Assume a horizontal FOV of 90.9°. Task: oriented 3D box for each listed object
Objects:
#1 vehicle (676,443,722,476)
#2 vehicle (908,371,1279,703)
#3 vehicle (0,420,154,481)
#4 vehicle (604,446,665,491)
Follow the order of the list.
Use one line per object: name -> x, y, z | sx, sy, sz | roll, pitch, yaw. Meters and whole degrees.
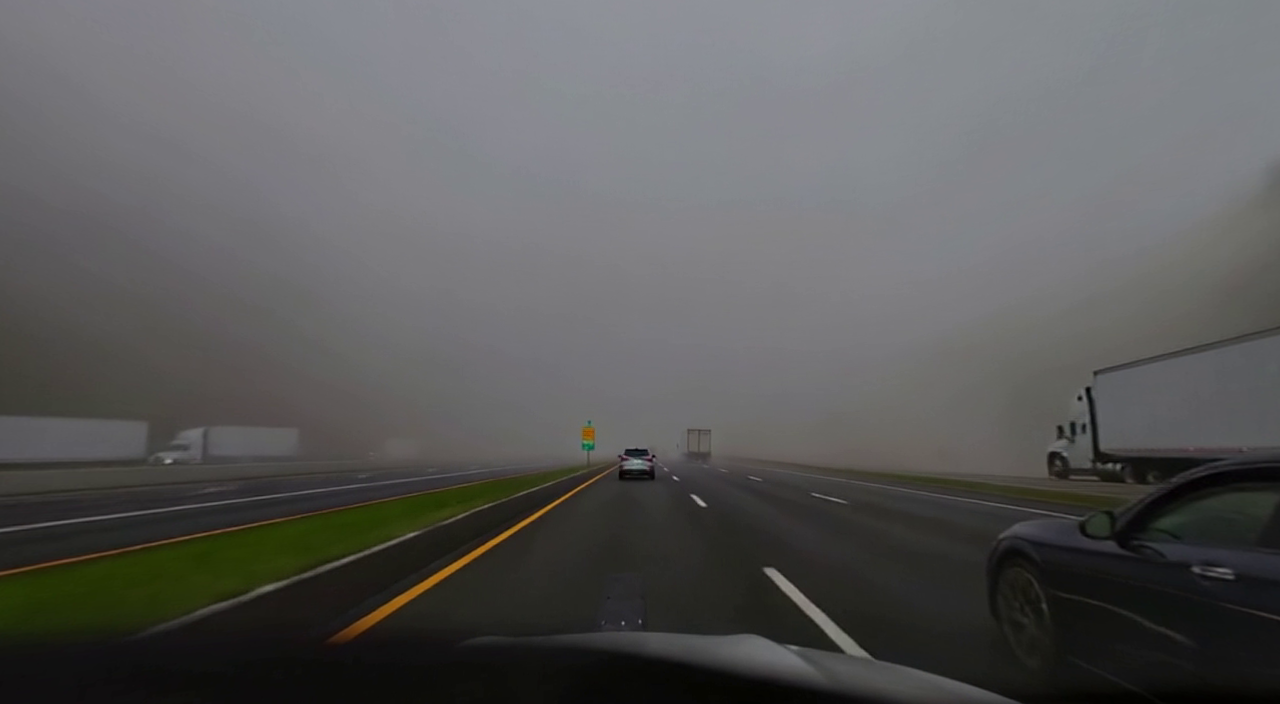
vehicle -> 3.154, 5.878, 34.591 | 2.048, 1.704, 4.284 | 0, -9, 0
vehicle -> 3.015, 0.890, 2.320 | 1.997, 1.534, 4.664 | 0, -9, 0
vehicle -> -36.056, 5.695, 36.768 | 2.901, 3.250, 16.142 | -2, -7, -1
vehicle -> -0.174, 4.087, 22.353 | 1.970, 1.441, 3.846 | 0, -9, 0
